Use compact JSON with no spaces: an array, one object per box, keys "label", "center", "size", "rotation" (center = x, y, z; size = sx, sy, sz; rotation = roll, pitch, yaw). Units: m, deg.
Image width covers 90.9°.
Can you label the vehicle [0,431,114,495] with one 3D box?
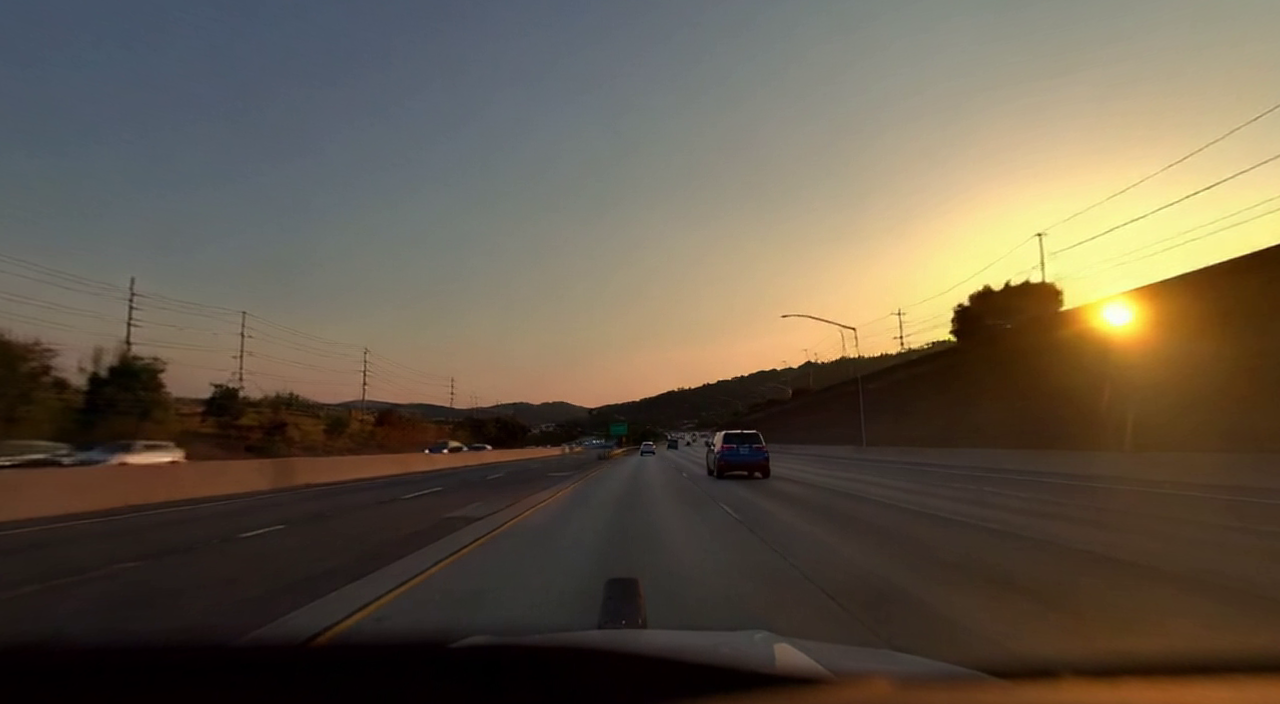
[{"label":"vehicle","center":[-20.516,2.886,15.629],"size":[2.950,1.863,14.401],"rotation":[0,-8,-1]}]

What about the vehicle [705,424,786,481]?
[{"label":"vehicle","center":[3.684,3.614,22.824],"size":[2.120,1.832,4.287],"rotation":[0,-8,-1]}]
